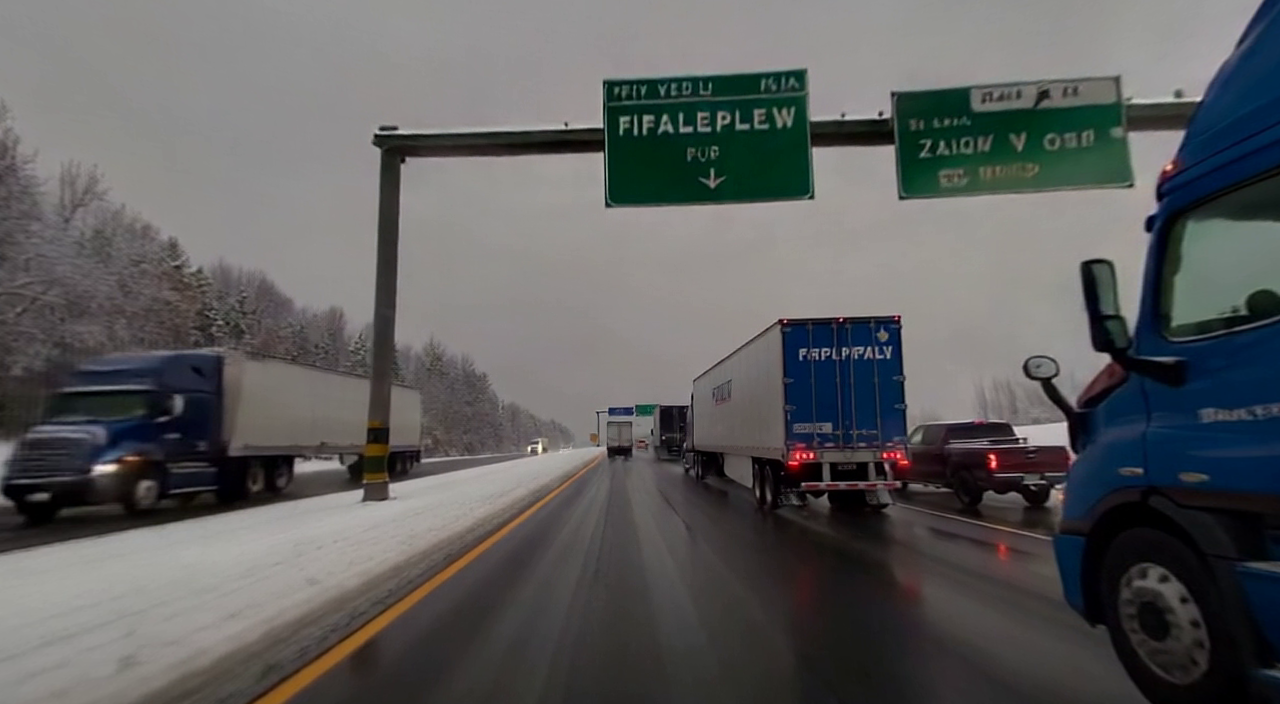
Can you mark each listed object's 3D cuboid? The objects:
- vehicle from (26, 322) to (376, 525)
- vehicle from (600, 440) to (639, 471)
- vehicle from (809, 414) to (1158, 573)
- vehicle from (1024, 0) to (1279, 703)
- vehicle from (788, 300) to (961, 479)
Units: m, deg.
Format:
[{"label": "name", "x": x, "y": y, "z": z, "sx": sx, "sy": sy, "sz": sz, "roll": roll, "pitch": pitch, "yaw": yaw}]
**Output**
[{"label": "vehicle", "x": -12.650, "y": 2.472, "z": 20.702, "sx": 2.972, "sy": 4.669, "sz": 12.286, "roll": 0, "pitch": -8, "yaw": -2}, {"label": "vehicle", "x": -1.051, "y": 5.362, "z": 32.850, "sx": 1.943, "sy": 1.491, "sz": 3.459, "roll": 0, "pitch": -8, "yaw": -1}, {"label": "vehicle", "x": 4.515, "y": 1.654, "z": 8.197, "sx": 4.253, "sy": 1.543, "sz": 2.045, "roll": 4, "pitch": -9, "yaw": -32}, {"label": "vehicle", "x": 4.017, "y": -0.285, "z": 0.838, "sx": 2.951, "sy": 3.857, "sz": 5.902, "roll": 0, "pitch": -8, "yaw": -2}, {"label": "vehicle", "x": 4.217, "y": 0.751, "z": 11.743, "sx": 2.244, "sy": 3.047, "sz": 2.035, "roll": 0, "pitch": -8, "yaw": -2}]
